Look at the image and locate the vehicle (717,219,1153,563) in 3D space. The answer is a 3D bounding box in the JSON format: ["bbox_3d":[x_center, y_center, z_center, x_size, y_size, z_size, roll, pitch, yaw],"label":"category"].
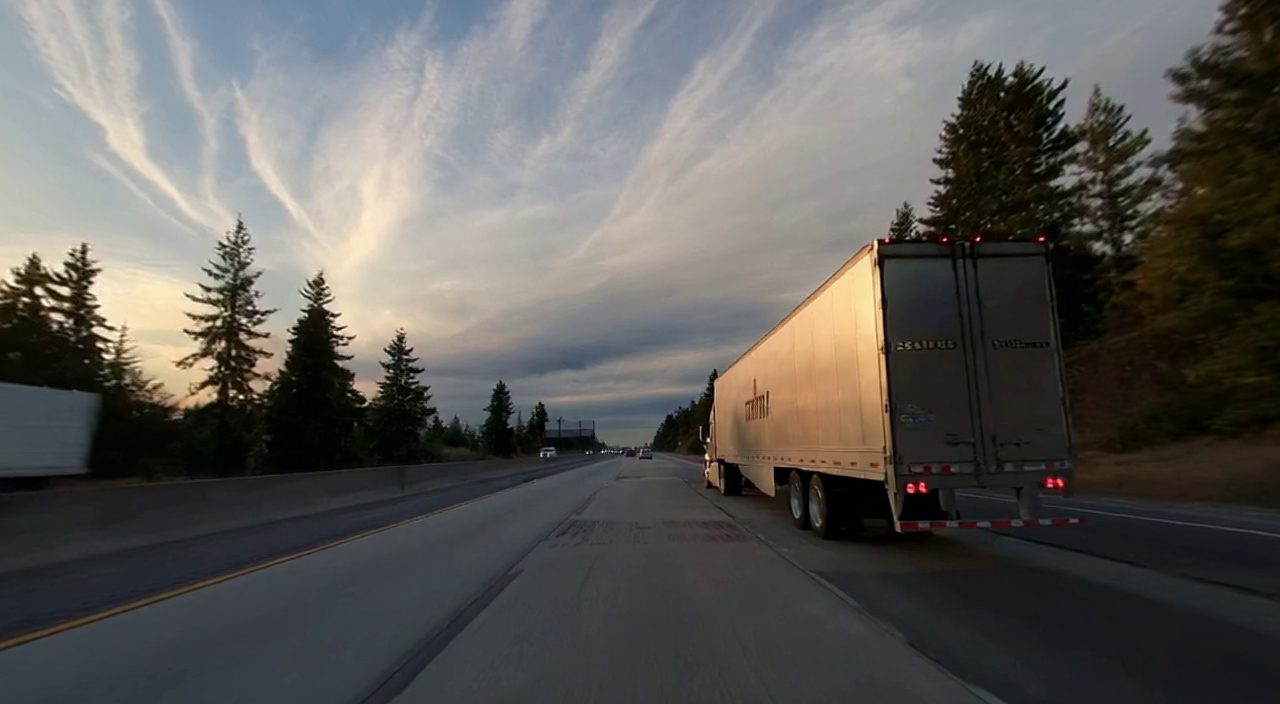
[{"bbox_3d":[4.200,1.481,14.369,2.947,4.020,14.220,0,-9,-1],"label":"vehicle"}]
